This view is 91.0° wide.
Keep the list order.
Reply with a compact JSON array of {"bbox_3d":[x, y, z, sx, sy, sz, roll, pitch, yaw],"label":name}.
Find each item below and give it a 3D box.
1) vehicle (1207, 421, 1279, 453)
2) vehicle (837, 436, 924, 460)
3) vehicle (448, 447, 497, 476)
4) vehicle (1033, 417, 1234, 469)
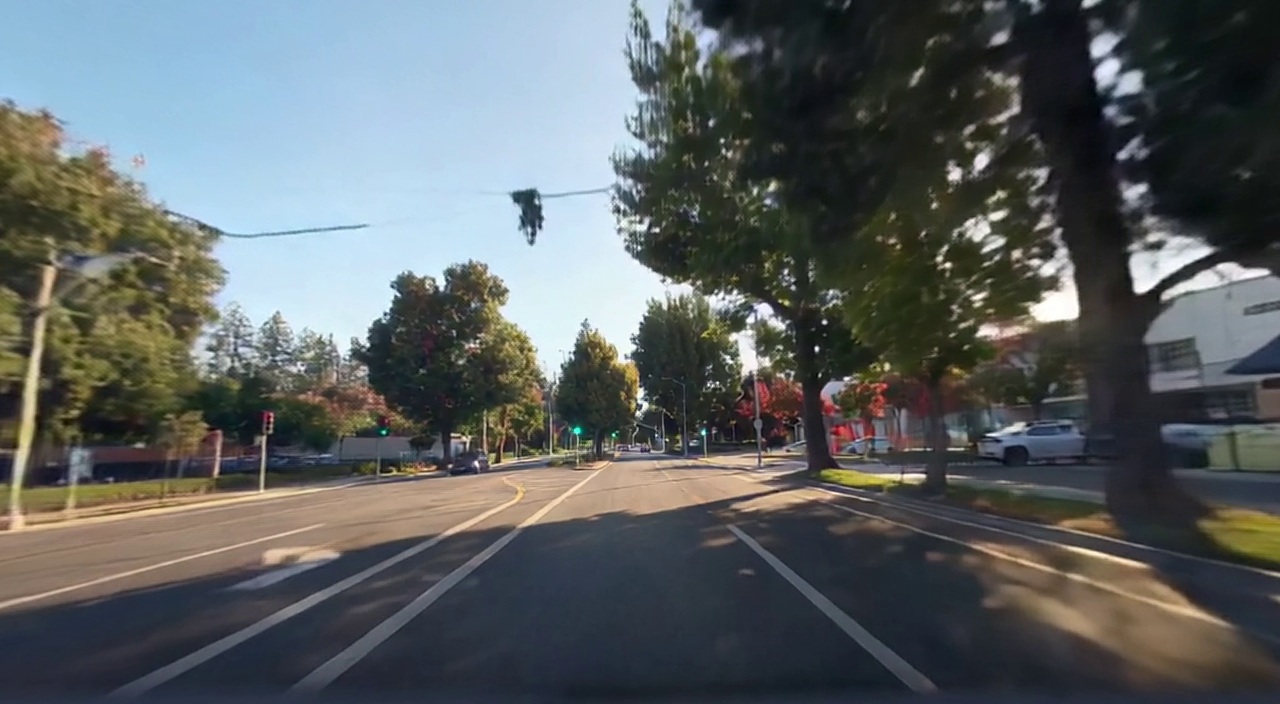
[{"bbox_3d":[29.657,3.998,29.469,1.749,1.436,4.792,0,-9,0],"label":"vehicle"},{"bbox_3d":[16.435,6.611,43.227,5.124,1.541,2.070,0,-10,-1],"label":"vehicle"},{"bbox_3d":[-11.115,7.237,41.965,2.031,1.674,4.573,-3,-8,0],"label":"vehicle"},{"bbox_3d":[16.311,3.056,21.020,4.947,1.587,2.133,1,-9,-2],"label":"vehicle"}]
